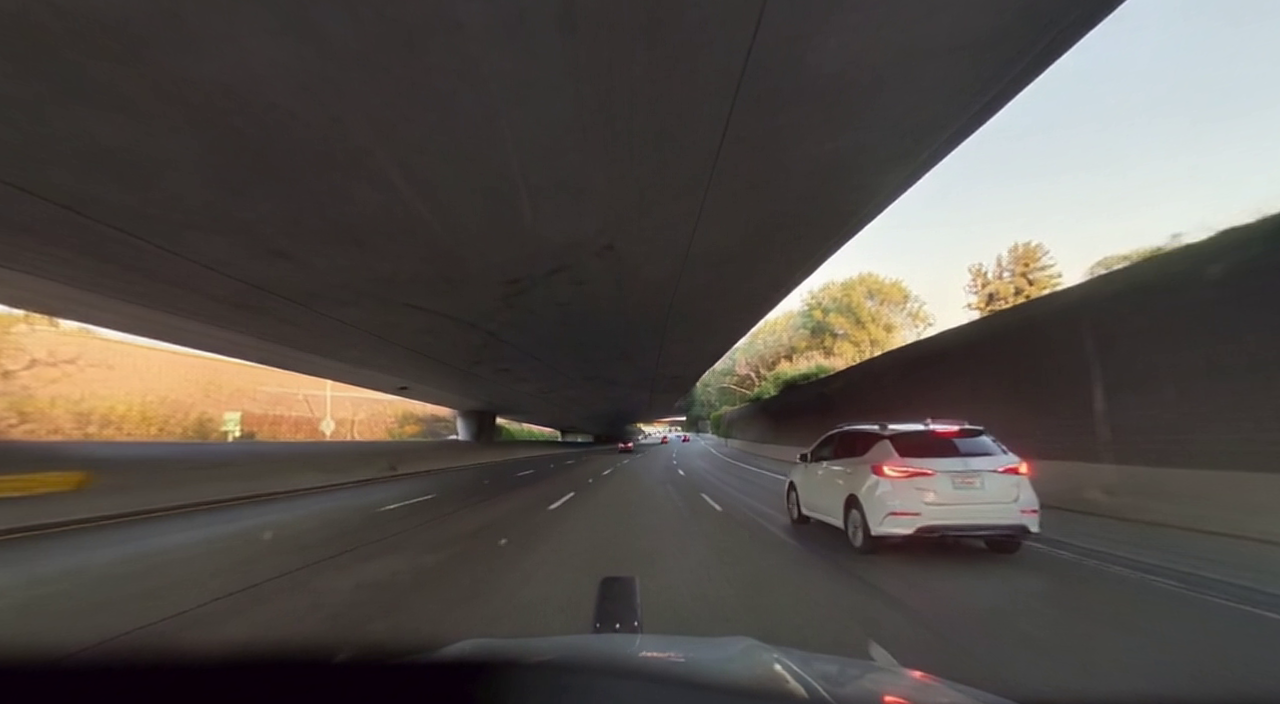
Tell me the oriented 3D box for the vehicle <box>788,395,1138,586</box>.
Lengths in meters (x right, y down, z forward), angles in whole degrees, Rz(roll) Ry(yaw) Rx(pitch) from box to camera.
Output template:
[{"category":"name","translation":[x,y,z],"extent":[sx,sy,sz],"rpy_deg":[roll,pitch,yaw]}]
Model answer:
[{"category":"vehicle","translation":[3.451,1.566,7.919],"extent":[2.090,1.715,4.228],"rpy_deg":[0,-8,-1]}]
